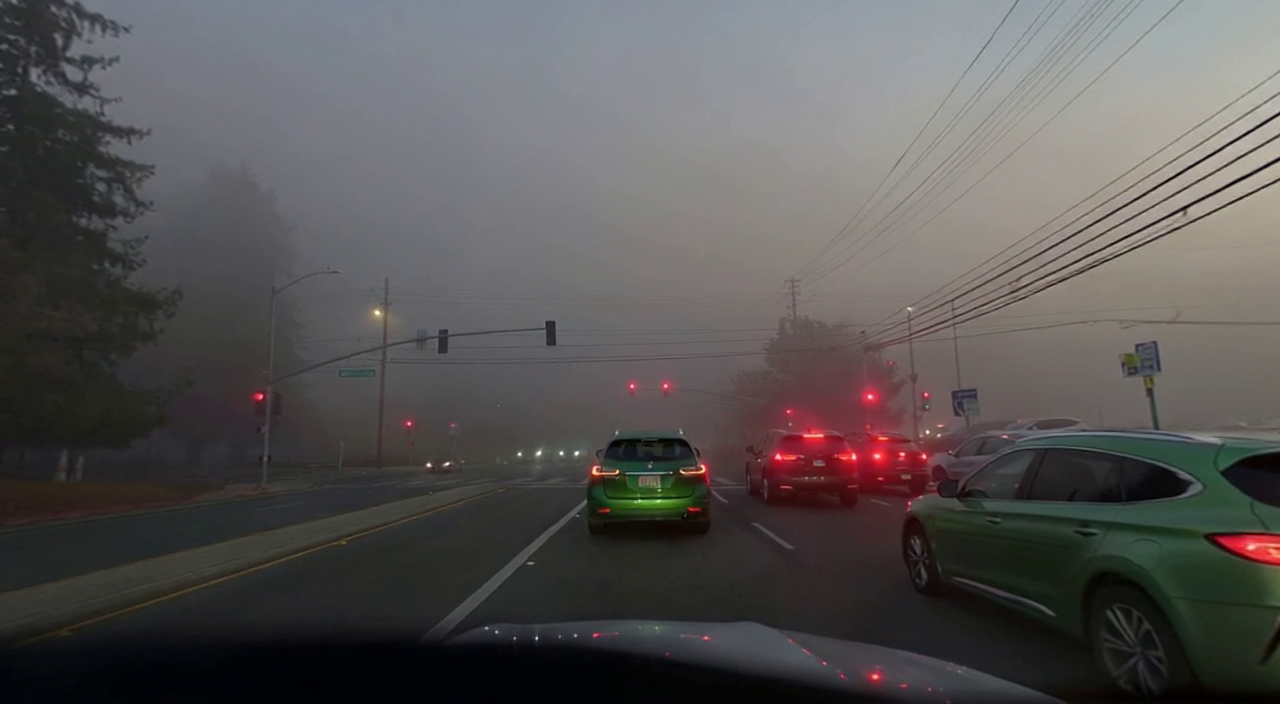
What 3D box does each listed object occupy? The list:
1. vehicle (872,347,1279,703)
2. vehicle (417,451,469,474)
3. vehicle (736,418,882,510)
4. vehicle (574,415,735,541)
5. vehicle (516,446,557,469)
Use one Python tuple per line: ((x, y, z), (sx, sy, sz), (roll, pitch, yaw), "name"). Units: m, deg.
((3.325, 1.081, 4.162), (1.998, 1.620, 4.267), (0, -9, 1), "vehicle")
((-13.554, 7.576, 43.670), (2.045, 1.453, 4.624), (0, -9, 1), "vehicle")
((3.700, 2.575, 14.904), (2.060, 1.789, 4.712), (0, -9, -1), "vehicle")
((0.193, 1.991, 10.537), (2.149, 1.668, 3.962), (0, -9, 0), "vehicle")
((-7.251, 7.396, 44.498), (2.057, 1.461, 4.485), (0, -9, 1), "vehicle")
